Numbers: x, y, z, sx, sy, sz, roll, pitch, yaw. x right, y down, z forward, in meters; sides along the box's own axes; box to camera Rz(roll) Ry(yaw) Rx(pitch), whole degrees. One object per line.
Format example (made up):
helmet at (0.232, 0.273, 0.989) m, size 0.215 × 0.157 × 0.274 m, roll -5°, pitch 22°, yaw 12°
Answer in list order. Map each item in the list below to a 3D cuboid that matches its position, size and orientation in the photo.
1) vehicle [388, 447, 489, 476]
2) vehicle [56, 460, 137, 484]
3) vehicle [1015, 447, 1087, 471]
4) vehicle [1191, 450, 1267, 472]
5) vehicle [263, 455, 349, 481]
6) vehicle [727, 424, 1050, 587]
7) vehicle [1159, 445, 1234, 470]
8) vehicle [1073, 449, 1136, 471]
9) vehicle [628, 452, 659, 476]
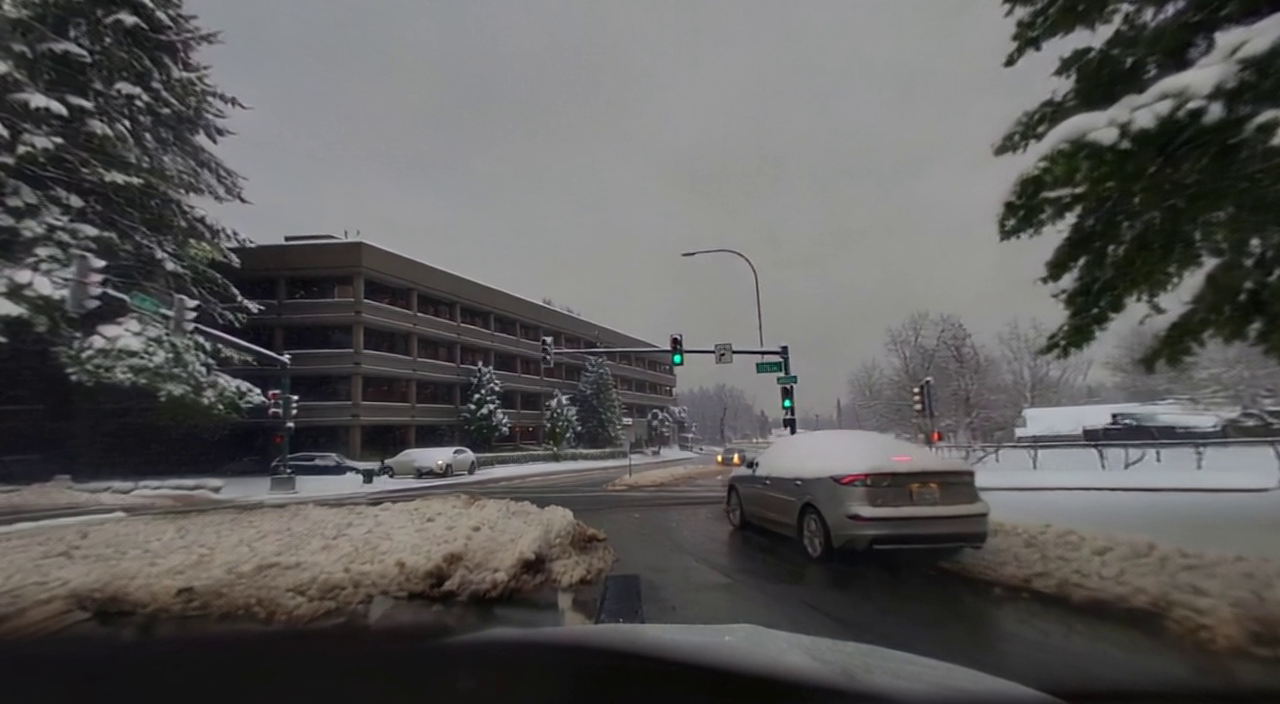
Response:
vehicle at (-13.487, 7.354, 42.525) m, size 6.021 × 1.868 × 2.172 m, roll 0°, pitch -9°, yaw 2°
vehicle at (-35.186, 7.746, 41.026) m, size 1.709 × 1.410 × 3.945 m, roll 0°, pitch -9°, yaw 0°
vehicle at (27.207, 7.099, 42.006) m, size 2.039 × 1.501 × 4.231 m, roll 0°, pitch -9°, yaw 3°
vehicle at (38.673, 7.162, 41.572) m, size 1.664 × 1.369 × 3.468 m, roll 0°, pitch -9°, yaw 1°
vehicle at (-20.570, 7.151, 38.985) m, size 4.207 × 1.508 × 1.875 m, roll -1°, pitch -9°, yaw 4°
vehicle at (2.754, 1.804, 8.291) m, size 1.903 × 1.529 × 4.254 m, roll 2°, pitch -9°, yaw -10°
vehicle at (36.074, 6.865, 41.038) m, size 1.649 × 1.463 × 3.507 m, roll -1°, pitch -12°, yaw 2°
vehicle at (30.364, 7.064, 41.429) m, size 1.746 × 1.391 × 3.360 m, roll -1°, pitch -9°, yaw 5°
vehicle at (0.189, 7.611, 43.077) m, size 2.024 × 1.489 × 4.613 m, roll 0°, pitch -9°, yaw -1°
